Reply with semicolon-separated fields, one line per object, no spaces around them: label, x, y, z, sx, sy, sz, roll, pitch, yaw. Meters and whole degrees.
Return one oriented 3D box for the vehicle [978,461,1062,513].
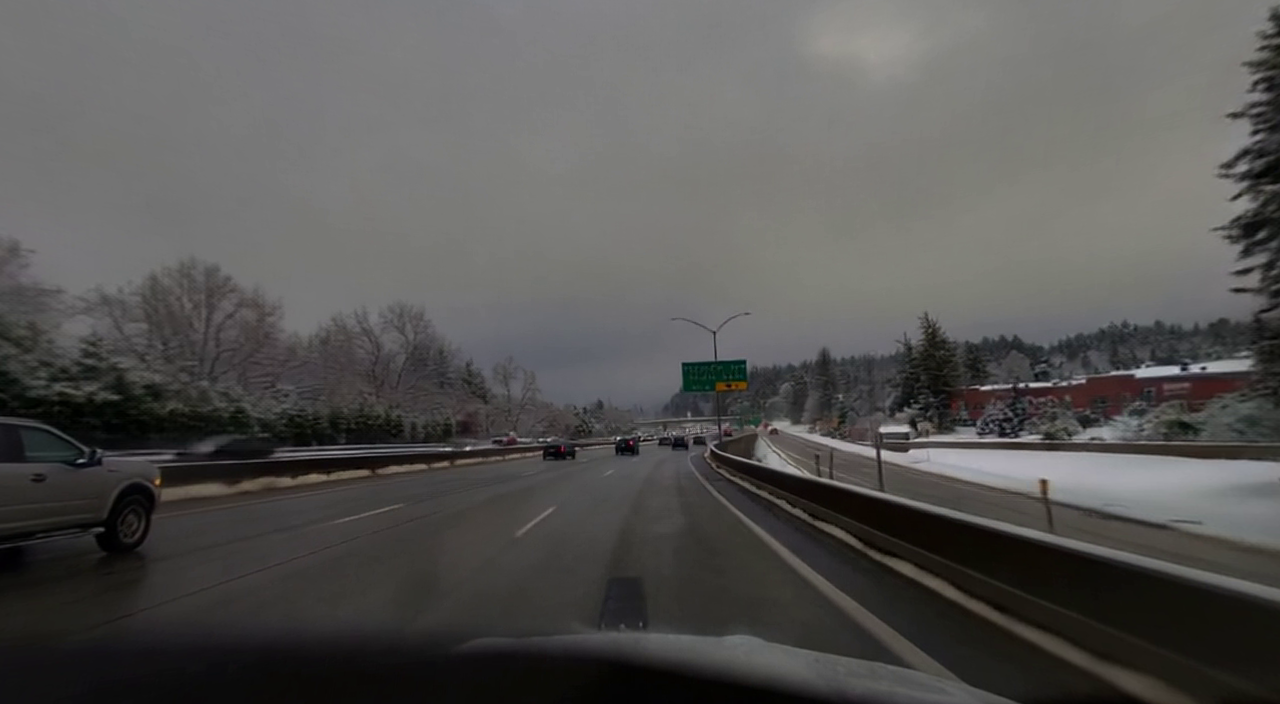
vehicle;28.928;10.231;48.407;2.749;3.380;6.690;-1;-8;6

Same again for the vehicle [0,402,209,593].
vehicle;-6.473;1.275;5.545;1.923;1.630;4.857;0;-8;0
